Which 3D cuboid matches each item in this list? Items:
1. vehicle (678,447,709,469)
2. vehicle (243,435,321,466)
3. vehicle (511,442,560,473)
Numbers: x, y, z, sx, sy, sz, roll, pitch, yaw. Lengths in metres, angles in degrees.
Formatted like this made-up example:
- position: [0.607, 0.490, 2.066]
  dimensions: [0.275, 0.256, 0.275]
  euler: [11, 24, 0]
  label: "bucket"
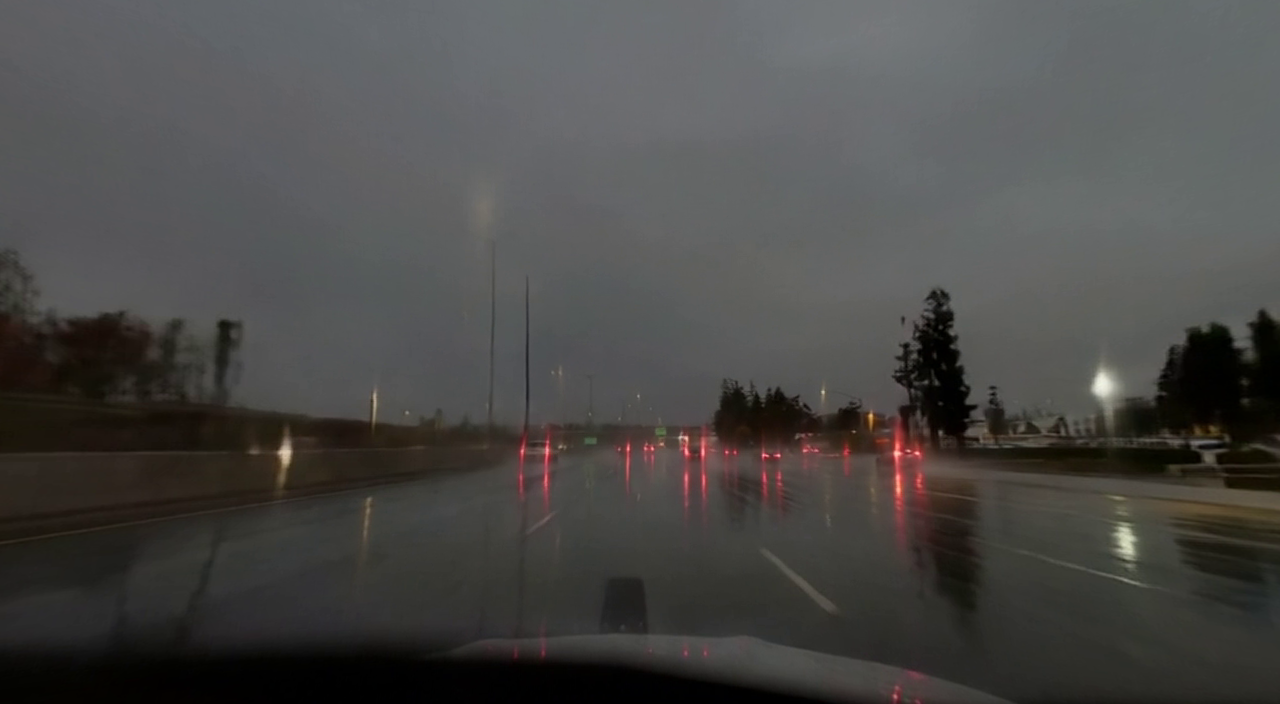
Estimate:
- position: [3.812, 7.606, 45.239]
  dimensions: [1.950, 1.453, 3.378]
  euler: [0, -9, 0]
  label: "vehicle"
- position: [-21.164, 5.849, 37.357]
  dimensions: [1.985, 1.683, 4.297]
  euler: [0, -9, 1]
  label: "vehicle"
- position: [-6.228, 6.320, 37.961]
  dimensions: [2.091, 1.746, 4.437]
  euler: [0, -9, 1]
  label: "vehicle"
